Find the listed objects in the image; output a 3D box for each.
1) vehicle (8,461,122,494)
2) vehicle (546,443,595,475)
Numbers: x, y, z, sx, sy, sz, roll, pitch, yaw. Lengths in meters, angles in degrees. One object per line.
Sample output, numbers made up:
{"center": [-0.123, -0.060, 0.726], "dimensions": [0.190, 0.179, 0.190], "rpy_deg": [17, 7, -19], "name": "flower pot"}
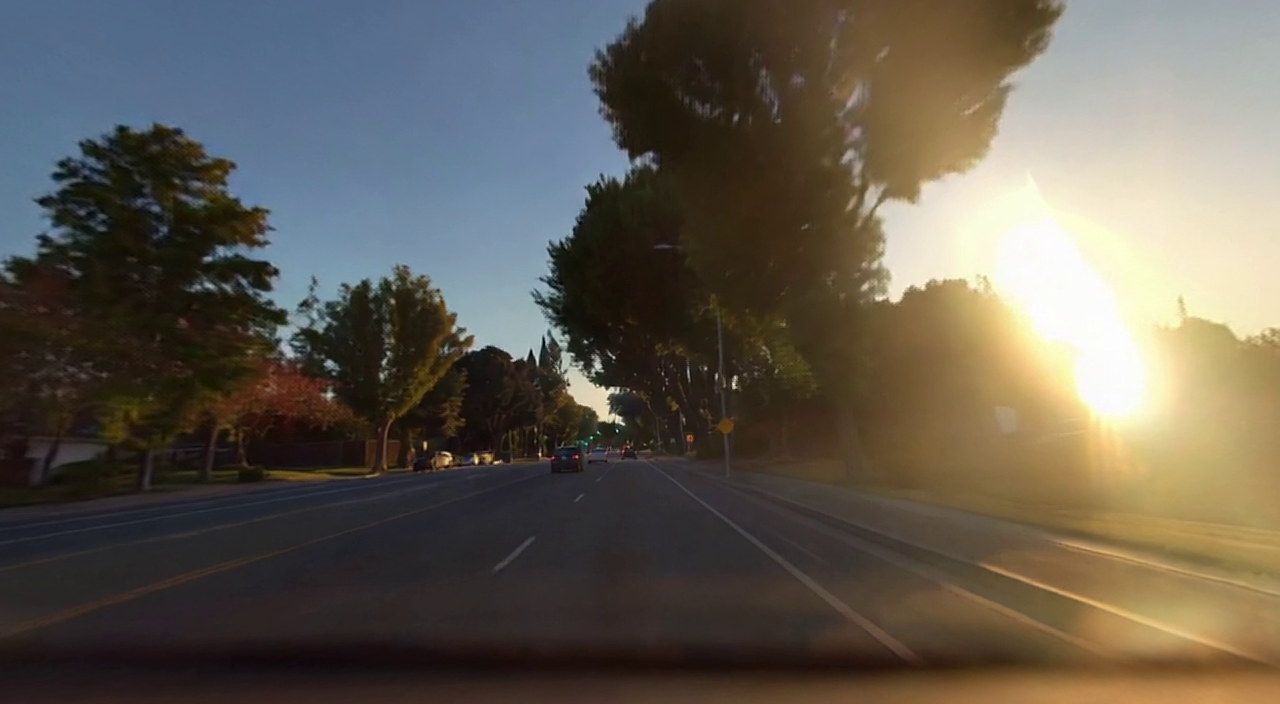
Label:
{"center": [-28.673, 6.251, 31.605], "dimensions": [3.814, 1.512, 1.948], "rpy_deg": [0, -8, 2], "name": "vehicle"}
{"center": [-3.459, 5.406, 32.087], "dimensions": [2.030, 1.467, 4.251], "rpy_deg": [0, -9, -1], "name": "vehicle"}
